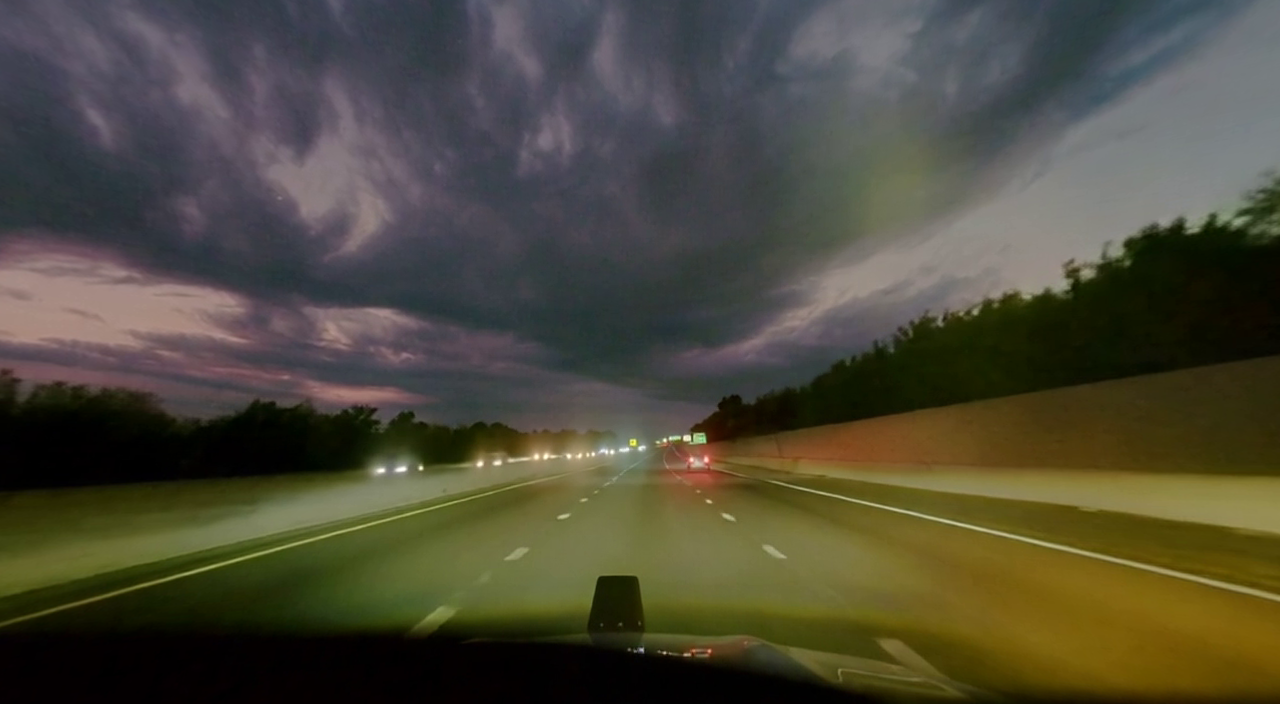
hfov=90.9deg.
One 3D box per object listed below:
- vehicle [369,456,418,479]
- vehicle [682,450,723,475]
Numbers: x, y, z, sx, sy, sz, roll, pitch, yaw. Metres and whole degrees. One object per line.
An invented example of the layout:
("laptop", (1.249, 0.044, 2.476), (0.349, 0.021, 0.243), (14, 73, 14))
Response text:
("vehicle", (-17.517, 8.239, 45.025), (1.796, 1.503, 4.167), (0, -9, 1))
("vehicle", (3.681, 6.596, 37.859), (2.065, 1.400, 4.028), (0, -9, 0))
